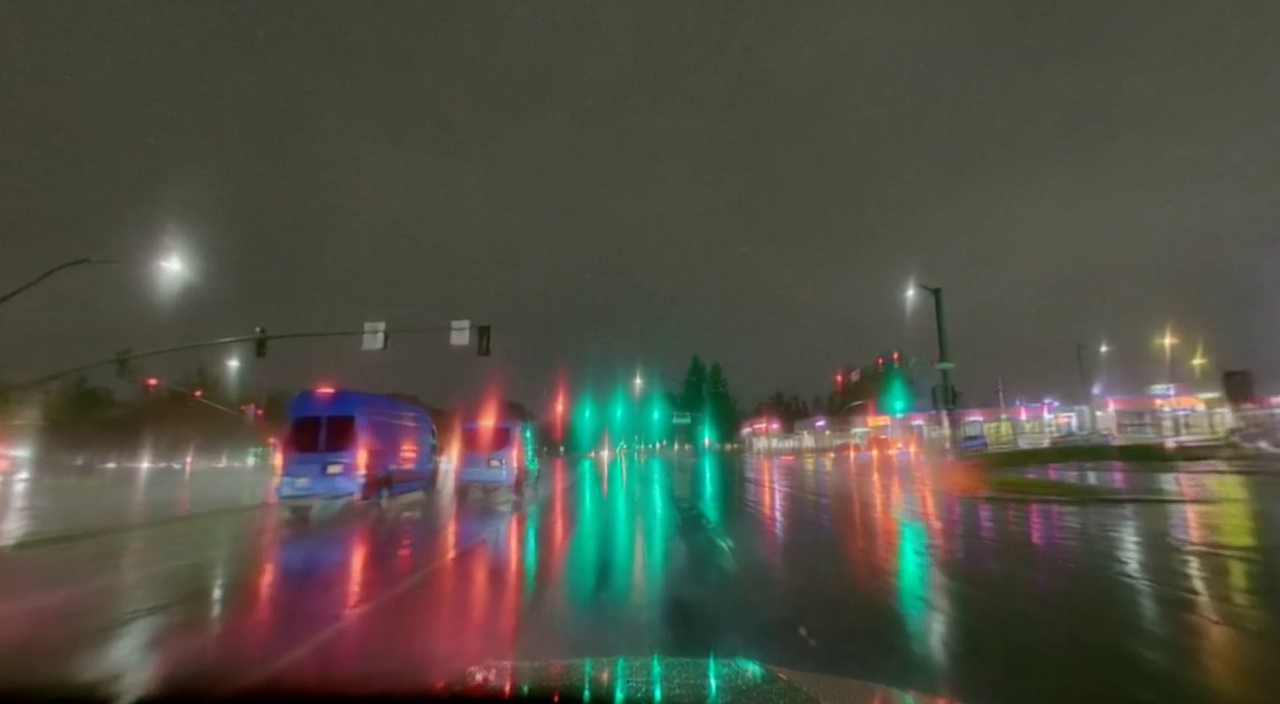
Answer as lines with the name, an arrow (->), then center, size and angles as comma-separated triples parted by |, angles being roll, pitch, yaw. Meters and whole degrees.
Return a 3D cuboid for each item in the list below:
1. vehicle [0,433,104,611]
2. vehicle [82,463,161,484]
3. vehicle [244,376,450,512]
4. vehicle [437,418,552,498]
vehicle -> -6.399, 1.227, 3.908 | 1.993, 1.490, 4.768 | 0, -8, 0
vehicle -> -39.081, 9.129, 47.694 | 4.378, 1.467, 1.812 | 0, -8, 2
vehicle -> -6.691, 2.228, 15.453 | 2.405, 2.696, 5.561 | 0, -8, -1
vehicle -> -4.037, 3.060, 18.609 | 2.206, 2.007, 5.190 | 0, -8, -1
